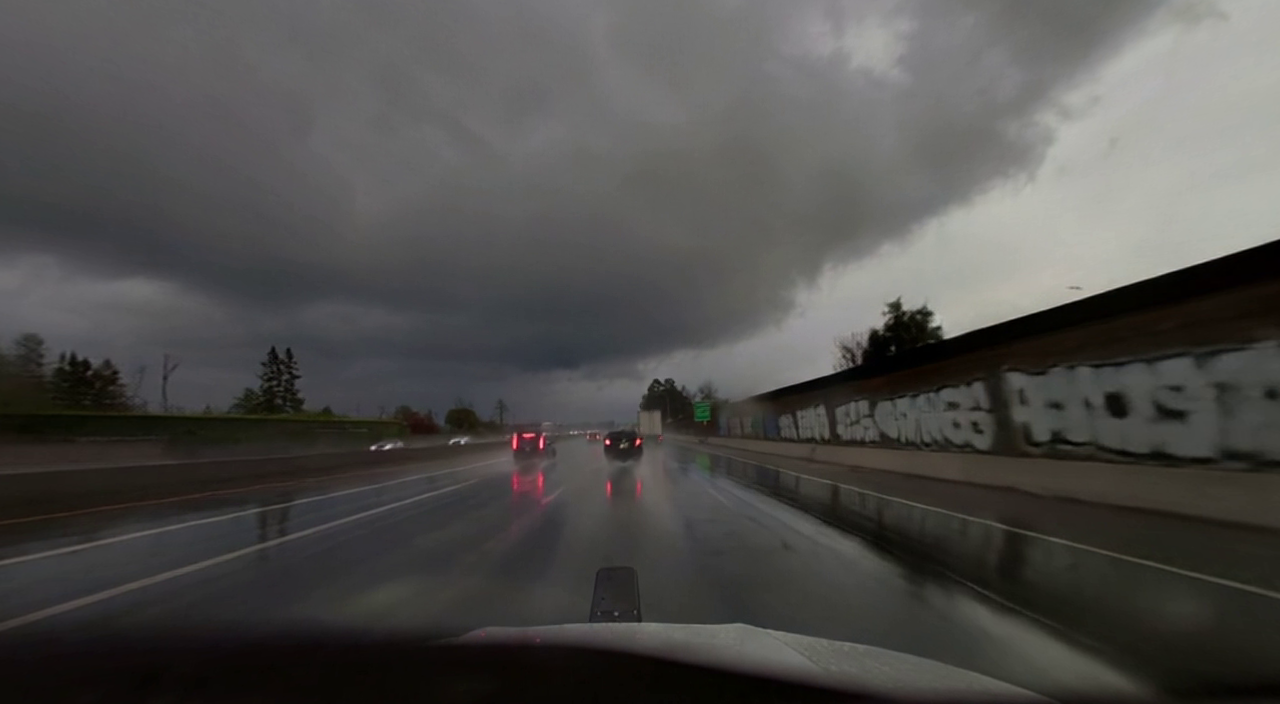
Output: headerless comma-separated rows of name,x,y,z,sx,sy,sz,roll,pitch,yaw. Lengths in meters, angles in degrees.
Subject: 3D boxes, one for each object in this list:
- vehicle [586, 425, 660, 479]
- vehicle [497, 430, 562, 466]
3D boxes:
vehicle,-0.504,3.035,19.357,2.044,1.477,3.693,0,-8,-1
vehicle,-4.677,4.122,27.285,2.022,1.440,4.491,0,-8,0
